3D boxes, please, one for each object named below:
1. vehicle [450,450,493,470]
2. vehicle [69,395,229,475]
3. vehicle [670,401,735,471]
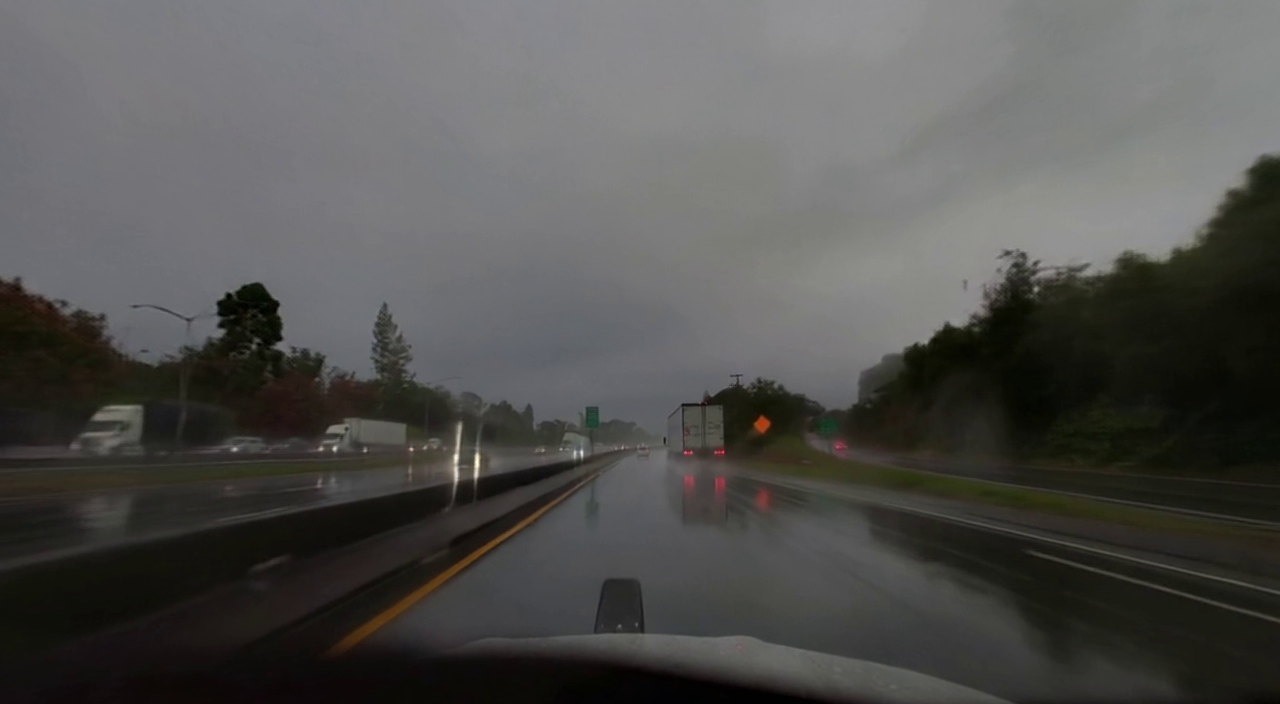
[{"bbox_3d":[-12.942,8.332,48.668,1.933,1.482,4.661,-1,-9,1],"label":"vehicle"},{"bbox_3d":[-26.567,4.643,34.593,3.120,3.923,6.859,0,-9,0],"label":"vehicle"},{"bbox_3d":[4.012,5.952,43.736,3.185,4.154,12.638,0,-9,0],"label":"vehicle"}]
